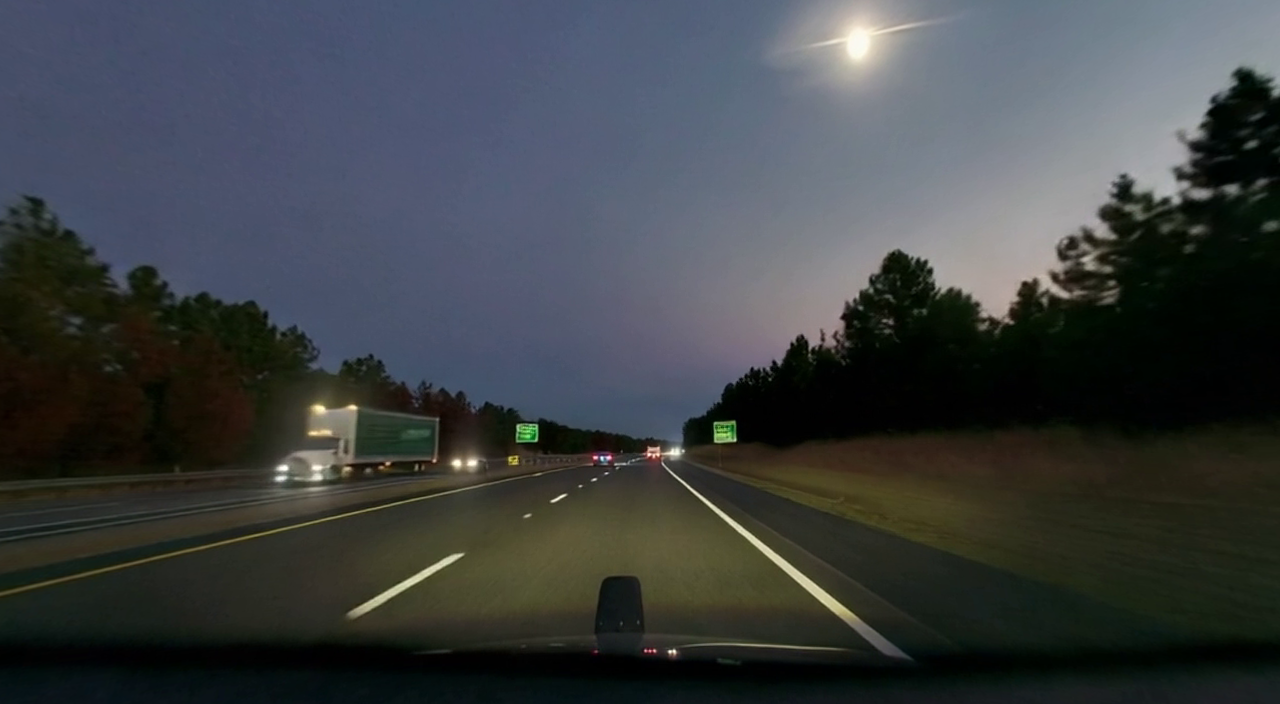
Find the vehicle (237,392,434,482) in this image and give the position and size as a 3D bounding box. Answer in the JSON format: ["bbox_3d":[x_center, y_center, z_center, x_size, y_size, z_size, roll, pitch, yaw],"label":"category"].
[{"bbox_3d":[-16.481,5.108,36.943,2.833,4.040,16.950,0,-9,1],"label":"vehicle"}]

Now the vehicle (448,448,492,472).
[{"bbox_3d":[-12.175,7.749,45.506,1.955,1.579,4.392,0,-9,0],"label":"vehicle"}]
